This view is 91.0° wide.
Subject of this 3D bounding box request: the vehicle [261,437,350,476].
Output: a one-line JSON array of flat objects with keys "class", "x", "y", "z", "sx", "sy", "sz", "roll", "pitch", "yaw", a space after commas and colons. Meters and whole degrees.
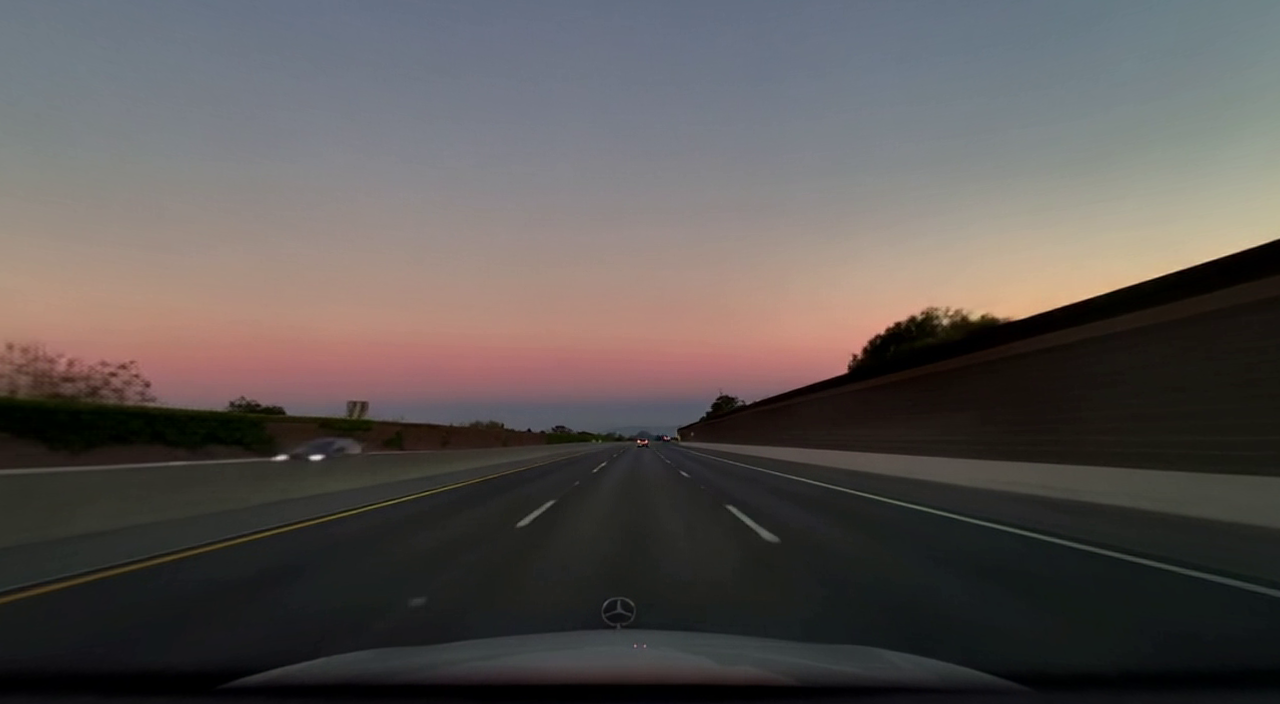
[{"class": "vehicle", "x": -16.261, "y": 5.064, "z": 30.904, "sx": 1.933, "sy": 1.764, "sz": 4.400, "roll": 0, "pitch": -8, "yaw": -1}]
